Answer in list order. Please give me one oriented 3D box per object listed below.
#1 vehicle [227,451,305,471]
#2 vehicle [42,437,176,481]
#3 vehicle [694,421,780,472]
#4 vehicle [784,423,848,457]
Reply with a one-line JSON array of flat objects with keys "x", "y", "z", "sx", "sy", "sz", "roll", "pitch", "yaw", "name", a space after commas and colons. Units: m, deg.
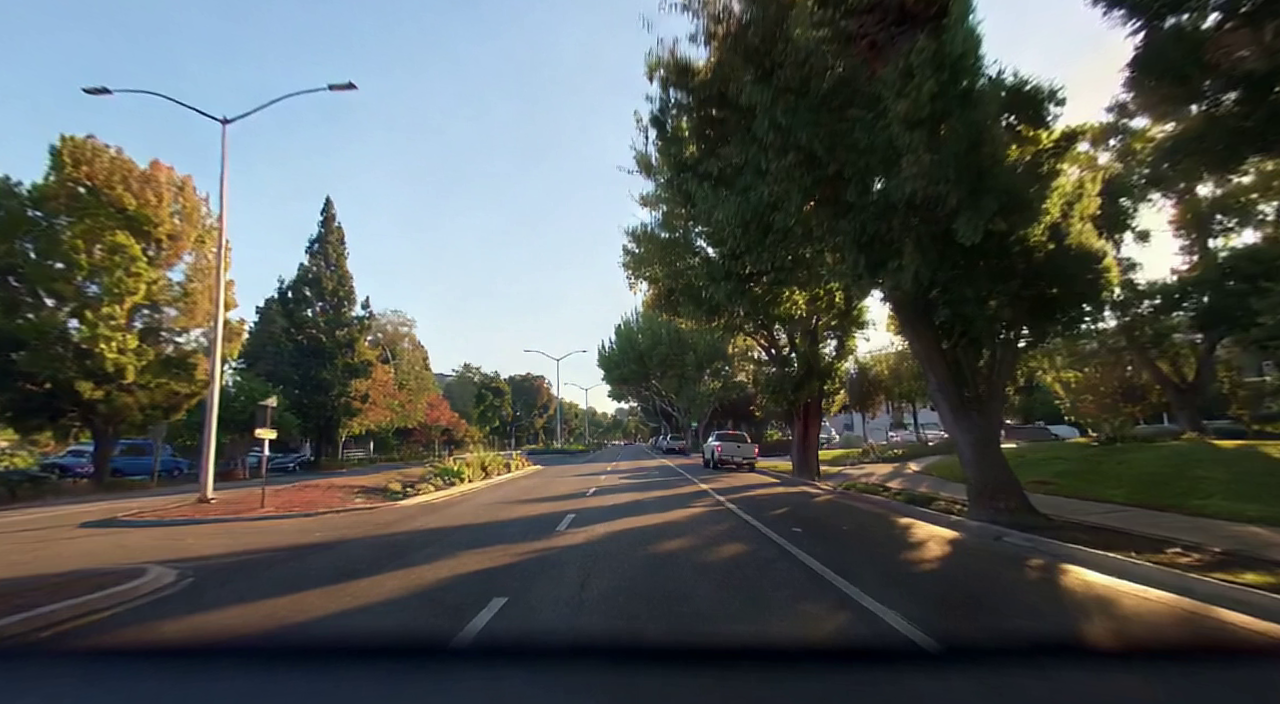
[{"x": -29.051, "y": 8.486, "z": 49.063, "sx": 4.719, "sy": 1.433, "sz": 1.995, "roll": 1, "pitch": -8, "yaw": -5, "name": "vehicle"}, {"x": -35.289, "y": 7.091, "z": 42.092, "sx": 6.147, "sy": 2.763, "sz": 2.919, "roll": 0, "pitch": -8, "yaw": -2, "name": "vehicle"}, {"x": 3.888, "y": 3.960, "z": 26.575, "sx": 2.493, "sy": 1.896, "sz": 5.433, "roll": 0, "pitch": -8, "yaw": -3, "name": "vehicle"}, {"x": 11.146, "y": 5.616, "z": 40.429, "sx": 2.197, "sy": 1.923, "sz": 5.799, "roll": 2, "pitch": -8, "yaw": -3, "name": "vehicle"}]
